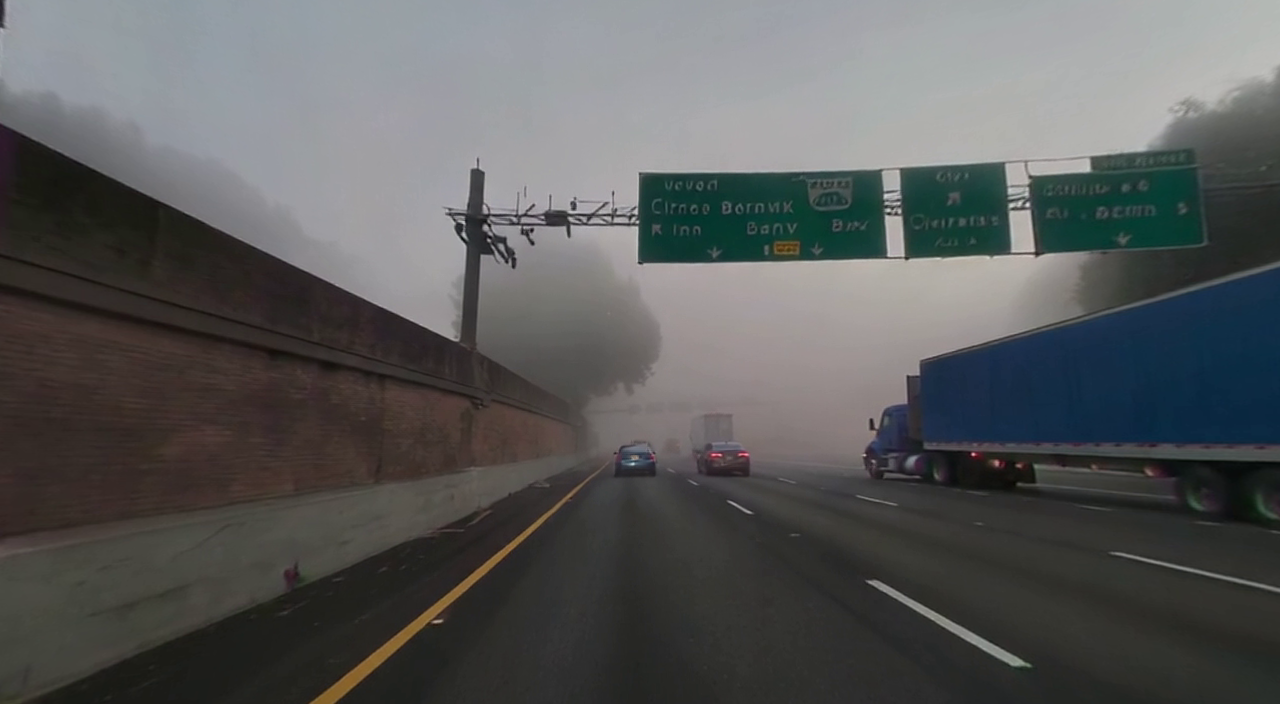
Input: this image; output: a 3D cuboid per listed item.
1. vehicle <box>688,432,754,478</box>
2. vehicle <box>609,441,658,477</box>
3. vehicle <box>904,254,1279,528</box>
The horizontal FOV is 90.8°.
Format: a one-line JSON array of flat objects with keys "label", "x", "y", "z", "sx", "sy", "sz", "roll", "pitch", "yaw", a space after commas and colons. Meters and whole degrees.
[{"label": "vehicle", "x": 3.477, "y": 4.513, "z": 27.953, "sx": 2.114, "sy": 1.849, "sz": 4.692, "roll": 0, "pitch": -9, "yaw": -2}, {"label": "vehicle", "x": -0.317, "y": 4.830, "z": 28.715, "sx": 2.083, "sy": 1.477, "sz": 3.965, "roll": 0, "pitch": -9, "yaw": -2}, {"label": "vehicle", "x": 11.170, "y": 1.404, "z": 15.048, "sx": 2.914, "sy": 4.134, "sz": 15.553, "roll": 0, "pitch": -8, "yaw": -1}]
